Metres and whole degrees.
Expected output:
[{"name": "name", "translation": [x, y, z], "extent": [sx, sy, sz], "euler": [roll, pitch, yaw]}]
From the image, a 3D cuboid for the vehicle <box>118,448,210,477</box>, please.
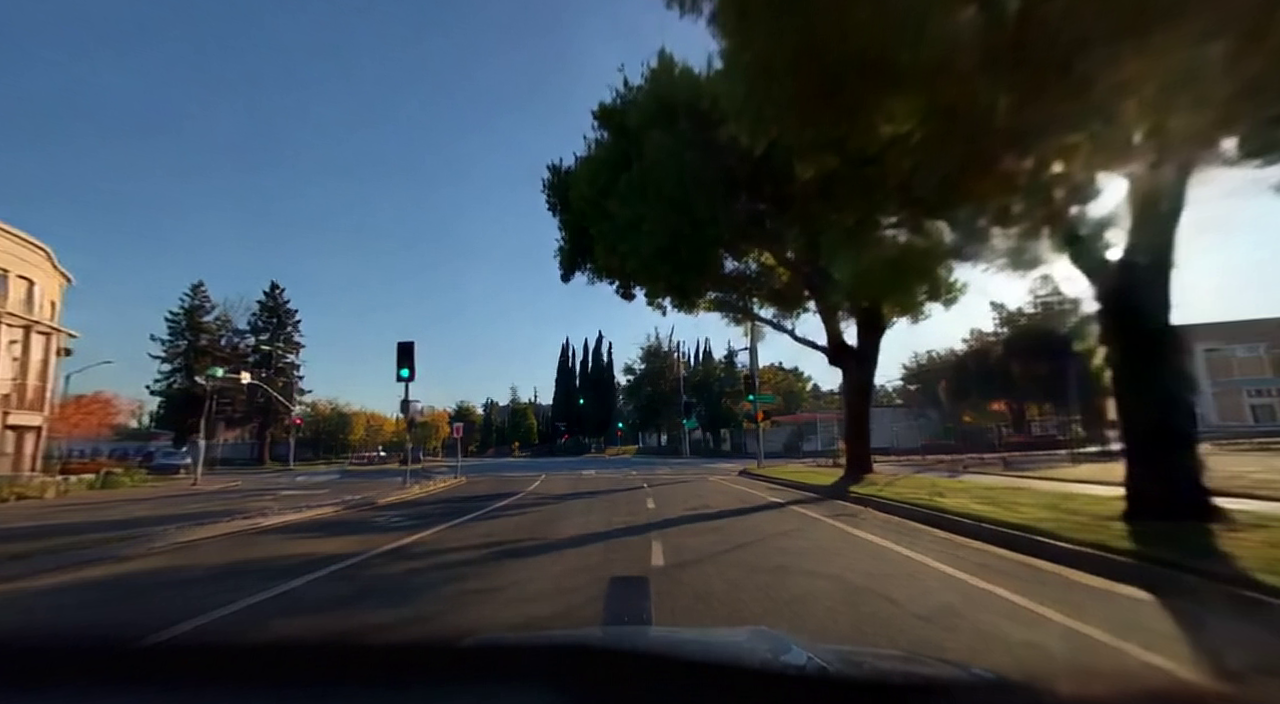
[{"name": "vehicle", "translation": [-30.831, 7.146, 40.865], "extent": [4.559, 1.608, 1.961], "euler": [-2, -7, 6]}]
